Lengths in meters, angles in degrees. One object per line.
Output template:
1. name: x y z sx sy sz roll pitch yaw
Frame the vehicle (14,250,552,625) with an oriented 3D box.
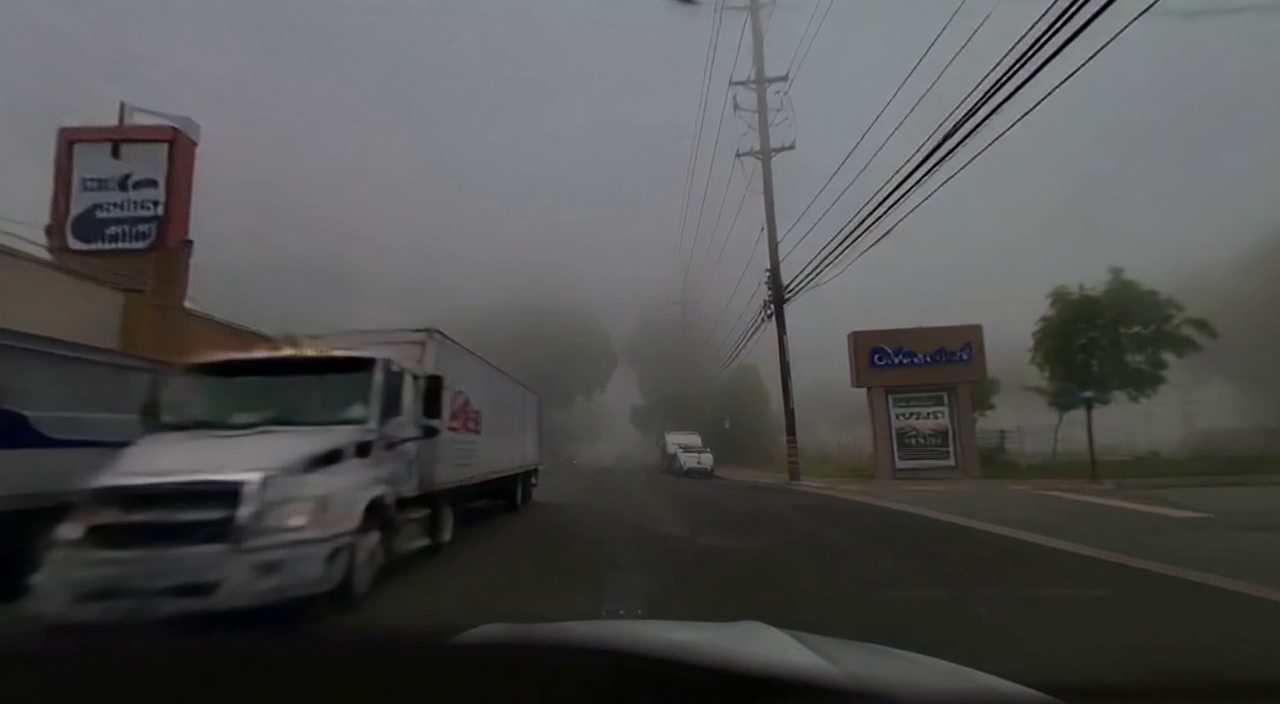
1. vehicle: -3.912 1.598 11.634 2.994 3.308 12.131 0 -9 -1

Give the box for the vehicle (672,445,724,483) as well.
1. vehicle: 2.929 5.797 33.020 2.097 1.784 4.915 0 -9 -2

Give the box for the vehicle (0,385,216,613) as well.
1. vehicle: -8.054 1.469 6.139 2.737 2.345 7.210 0 -9 1
